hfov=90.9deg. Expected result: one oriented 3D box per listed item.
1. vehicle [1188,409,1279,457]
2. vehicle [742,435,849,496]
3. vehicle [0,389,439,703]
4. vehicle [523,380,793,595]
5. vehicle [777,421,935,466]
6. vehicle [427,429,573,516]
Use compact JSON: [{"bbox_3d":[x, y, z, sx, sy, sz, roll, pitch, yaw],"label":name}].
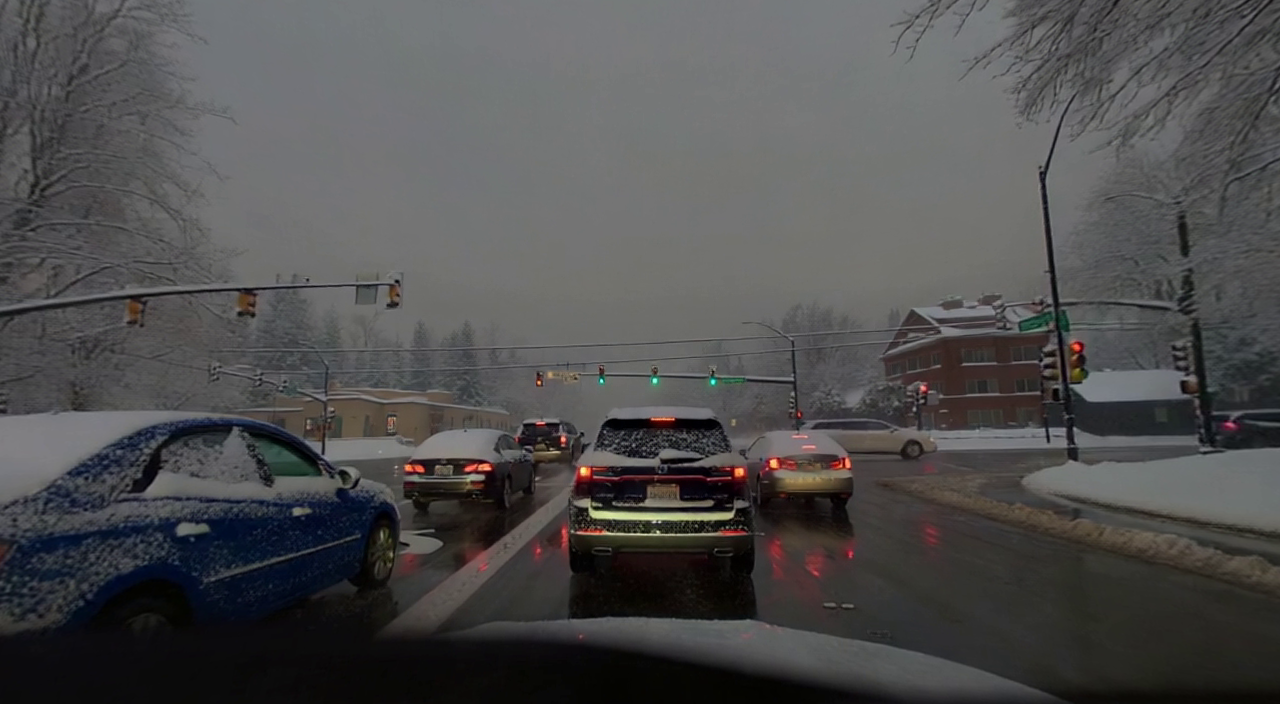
[{"bbox_3d":[28.037,3.538,27.660,5.539,2.007,2.154,-2,-9,7],"label":"vehicle"},{"bbox_3d":[4.099,3.057,17.336,1.979,1.453,4.011,0,-8,1],"label":"vehicle"},{"bbox_3d":[-3.218,1.201,4.433,1.958,1.494,4.624,0,-8,2],"label":"vehicle"},{"bbox_3d":[0.205,1.466,7.644,2.300,1.832,4.331,0,-8,1],"label":"vehicle"},{"bbox_3d":[10.442,4.419,30.712,6.879,1.984,2.808,-3,-8,22],"label":"vehicle"},{"bbox_3d":[-2.680,2.398,13.083,1.851,1.502,4.042,0,-8,4],"label":"vehicle"}]
